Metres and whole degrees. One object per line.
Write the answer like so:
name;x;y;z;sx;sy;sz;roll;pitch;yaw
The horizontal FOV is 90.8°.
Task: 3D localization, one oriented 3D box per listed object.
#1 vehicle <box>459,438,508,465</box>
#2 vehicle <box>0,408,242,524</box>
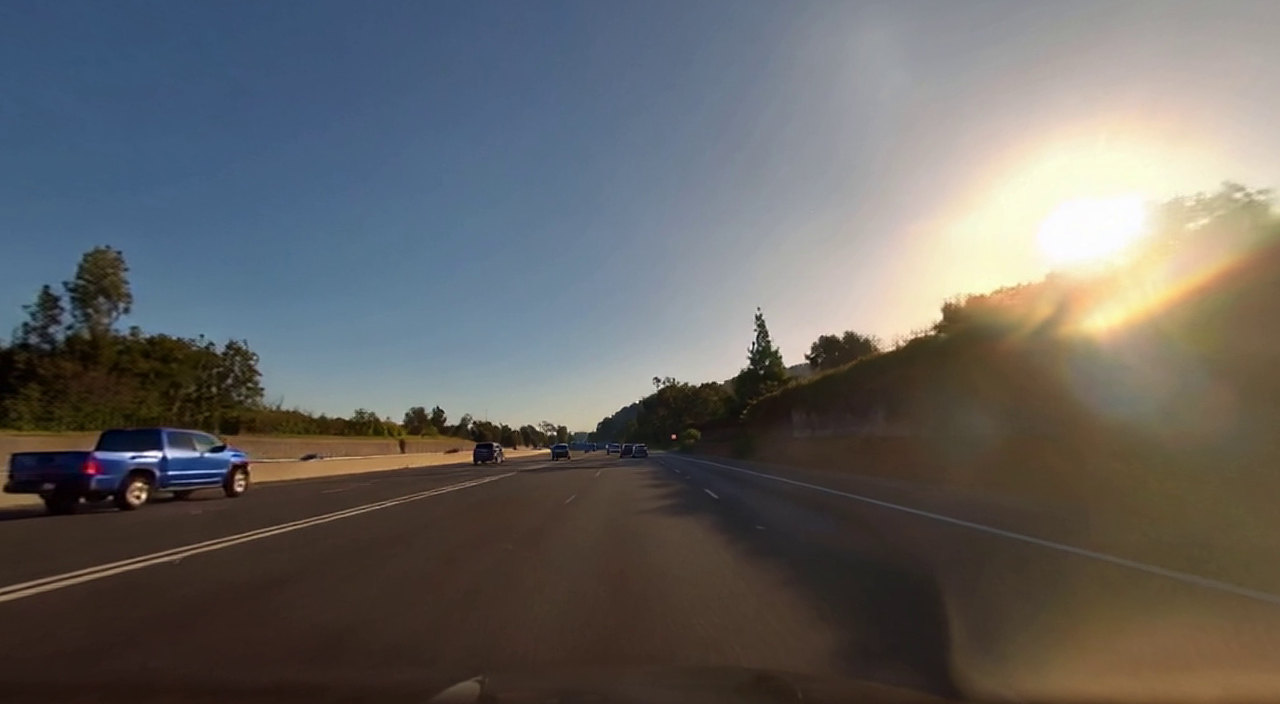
vehicle;-10.919;7.012;44.485;2.195;1.795;4.659;0;-9;1
vehicle;-10.662;2.231;12.822;2.012;1.875;4.895;0;-9;-1
